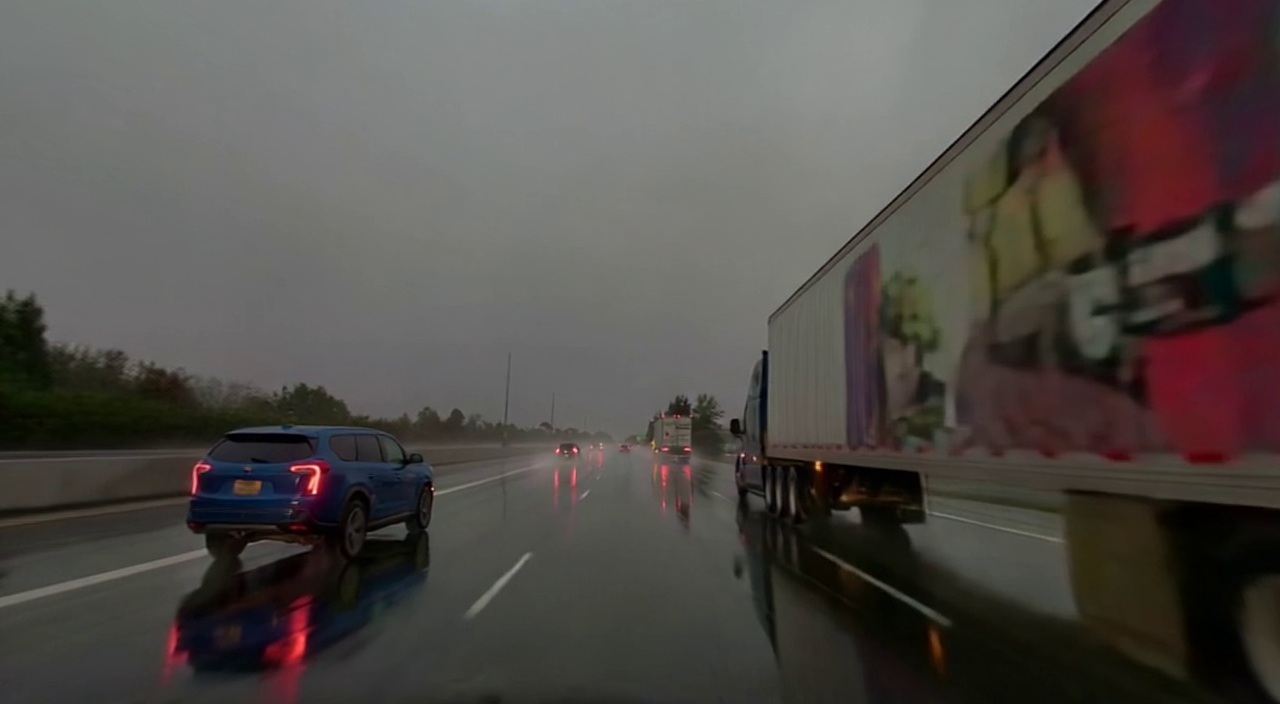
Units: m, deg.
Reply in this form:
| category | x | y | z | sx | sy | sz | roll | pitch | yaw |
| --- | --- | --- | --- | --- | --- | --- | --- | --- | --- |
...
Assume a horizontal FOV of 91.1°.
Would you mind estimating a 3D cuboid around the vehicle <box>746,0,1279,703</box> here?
| category | x | y | z | sx | sy | sz | roll | pitch | yaw |
| --- | --- | --- | --- | --- | --- | --- | --- | --- | --- |
| vehicle | 4.175 | 0.465 | 7.966 | 2.933 | 4.016 | 13.949 | 0 | -9 | -1 |

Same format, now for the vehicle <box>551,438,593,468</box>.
| category | x | y | z | sx | sy | sz | roll | pitch | yaw |
| --- | --- | --- | --- | --- | --- | --- | --- | --- | --- |
| vehicle | -4.047 | 6.113 | 38.127 | 2.139 | 1.716 | 4.530 | 0 | -9 | -1 |

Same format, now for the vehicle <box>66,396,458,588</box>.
| category | x | y | z | sx | sy | sz | roll | pitch | yaw |
| --- | --- | --- | --- | --- | --- | --- | --- | --- | --- |
| vehicle | -4.166 | 1.643 | 8.176 | 2.202 | 1.760 | 4.617 | 0 | -9 | 0 |
